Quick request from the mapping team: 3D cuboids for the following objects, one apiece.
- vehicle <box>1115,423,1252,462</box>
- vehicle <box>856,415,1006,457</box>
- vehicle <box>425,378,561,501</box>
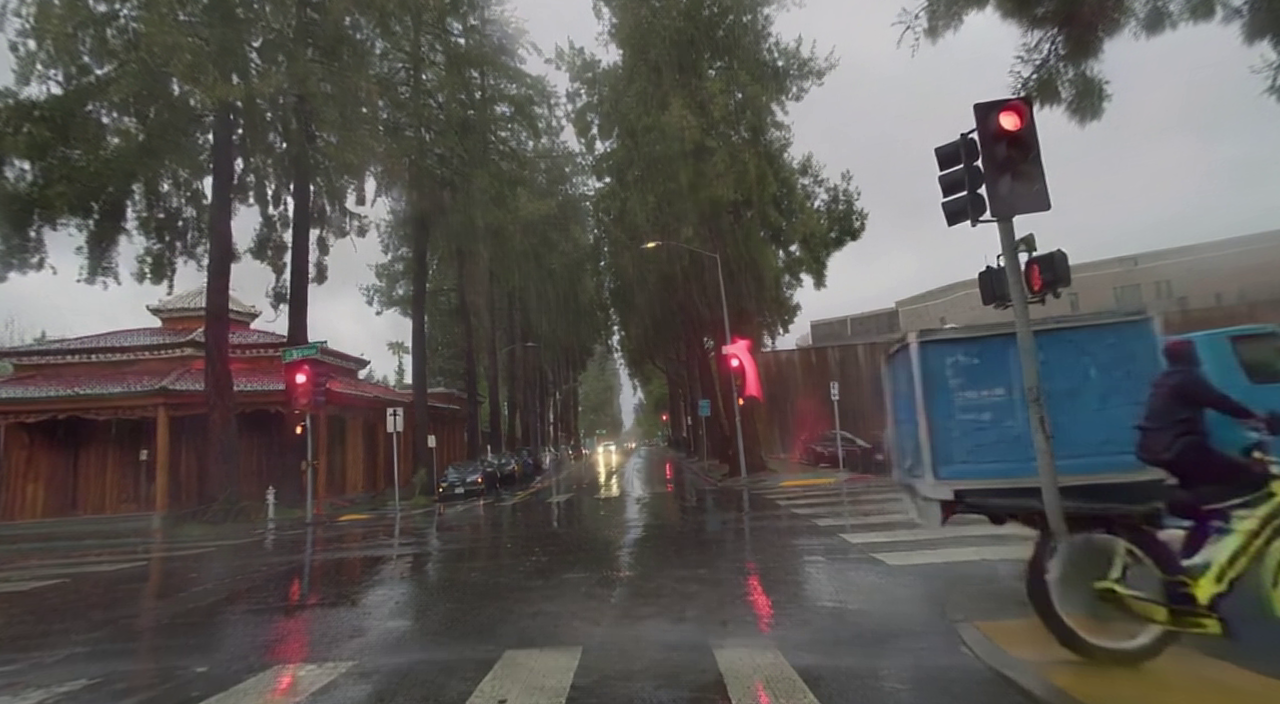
[{"bbox_3d":[24.929,4.168,29.043,4.268,1.695,2.053,0,-8,3],"label":"vehicle"},{"bbox_3d":[10.668,3.139,23.435,4.643,1.456,1.820,-1,-8,5],"label":"vehicle"},{"bbox_3d":[-5.811,3.776,27.086,3.113,4.041,10.284,-4,-8,1],"label":"vehicle"}]
